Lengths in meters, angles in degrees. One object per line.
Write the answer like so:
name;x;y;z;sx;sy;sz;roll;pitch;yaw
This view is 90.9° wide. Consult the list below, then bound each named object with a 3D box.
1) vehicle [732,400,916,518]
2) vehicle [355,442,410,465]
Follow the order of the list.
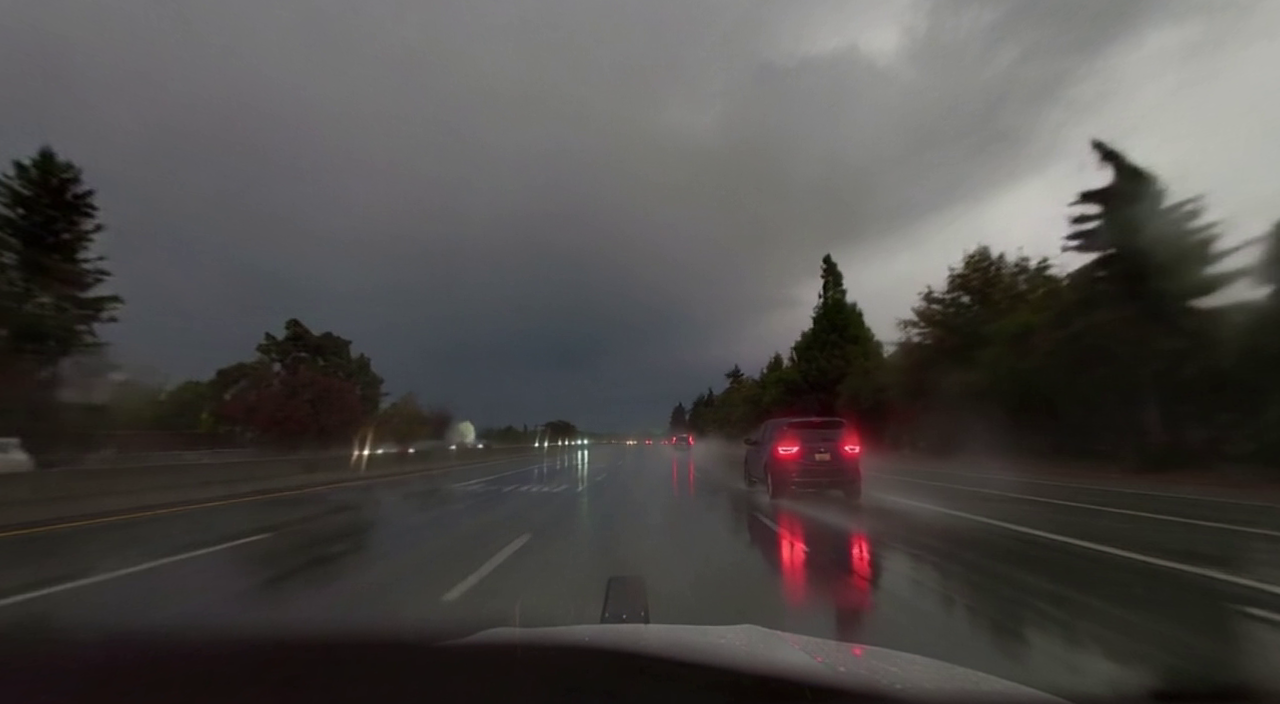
vehicle;3.519;2.202;13.504;2.218;1.964;5.662;0;-8;0
vehicle;-17.147;6.760;42.246;1.774;1.469;4.331;-1;-8;1
